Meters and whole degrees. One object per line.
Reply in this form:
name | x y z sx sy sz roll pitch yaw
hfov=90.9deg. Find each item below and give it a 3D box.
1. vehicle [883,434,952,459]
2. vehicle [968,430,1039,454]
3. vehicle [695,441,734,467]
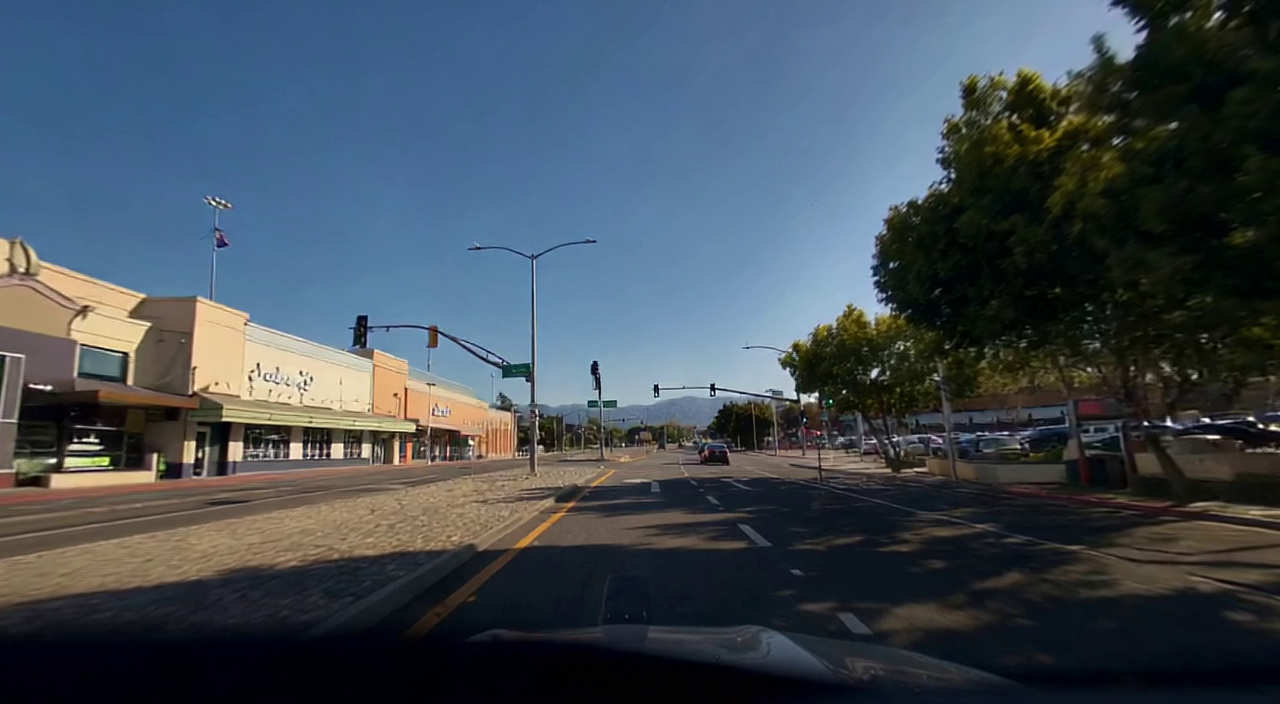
vehicle | 21.326 7.304 48.570 4.341 1.845 1.984 0 -8 0
vehicle | 27.988 6.939 48.593 4.280 1.734 1.964 1 -8 -5
vehicle | 4.574 6.308 39.281 2.038 1.528 4.259 0 -8 1
